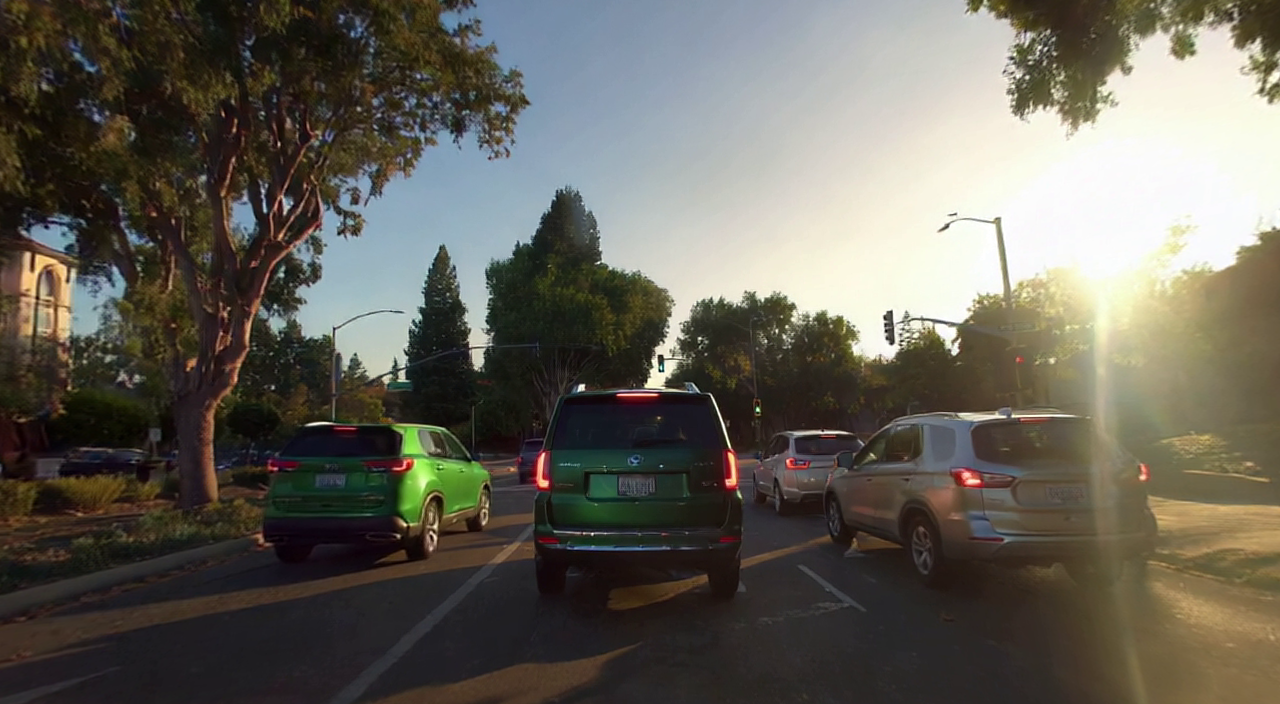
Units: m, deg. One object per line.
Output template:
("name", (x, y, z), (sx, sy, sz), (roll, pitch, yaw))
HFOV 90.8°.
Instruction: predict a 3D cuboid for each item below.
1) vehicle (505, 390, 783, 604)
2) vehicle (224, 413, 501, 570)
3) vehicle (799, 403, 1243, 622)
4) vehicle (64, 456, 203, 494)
("vehicle", (0.018, 1.490, 7.252), (2.294, 1.761, 3.857), (0, -9, -1))
("vehicle", (-3.391, 1.779, 8.771), (1.961, 1.639, 4.064), (0, -9, 0))
("vehicle", (3.467, 1.546, 7.048), (2.202, 1.657, 4.298), (0, -9, -1))
("vehicle", (-22.339, 5.413, 28.186), (2.312, 1.443, 4.684), (0, -9, 1))
